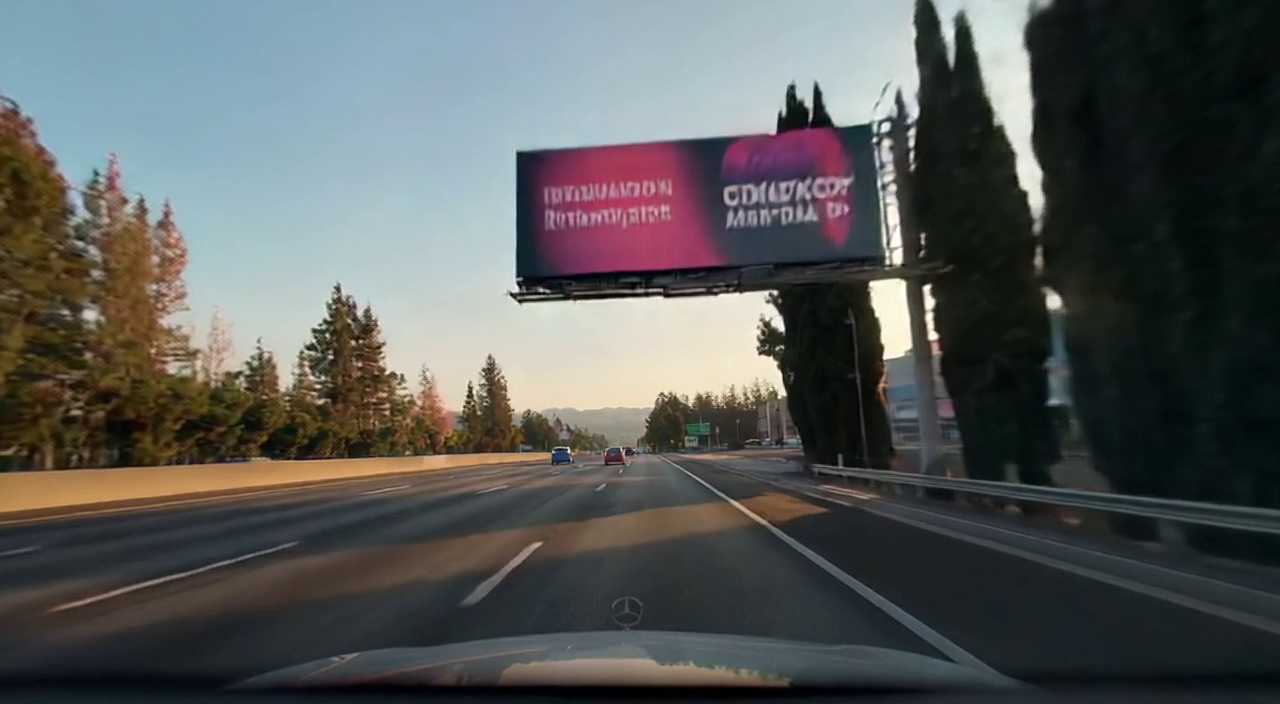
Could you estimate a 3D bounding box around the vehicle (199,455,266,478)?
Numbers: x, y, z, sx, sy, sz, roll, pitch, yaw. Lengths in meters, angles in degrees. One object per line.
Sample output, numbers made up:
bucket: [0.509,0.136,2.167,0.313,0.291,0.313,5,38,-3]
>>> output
vehicle: [-30.912,8.677,47.983,1.958,1.521,4.676,0,-8,1]
